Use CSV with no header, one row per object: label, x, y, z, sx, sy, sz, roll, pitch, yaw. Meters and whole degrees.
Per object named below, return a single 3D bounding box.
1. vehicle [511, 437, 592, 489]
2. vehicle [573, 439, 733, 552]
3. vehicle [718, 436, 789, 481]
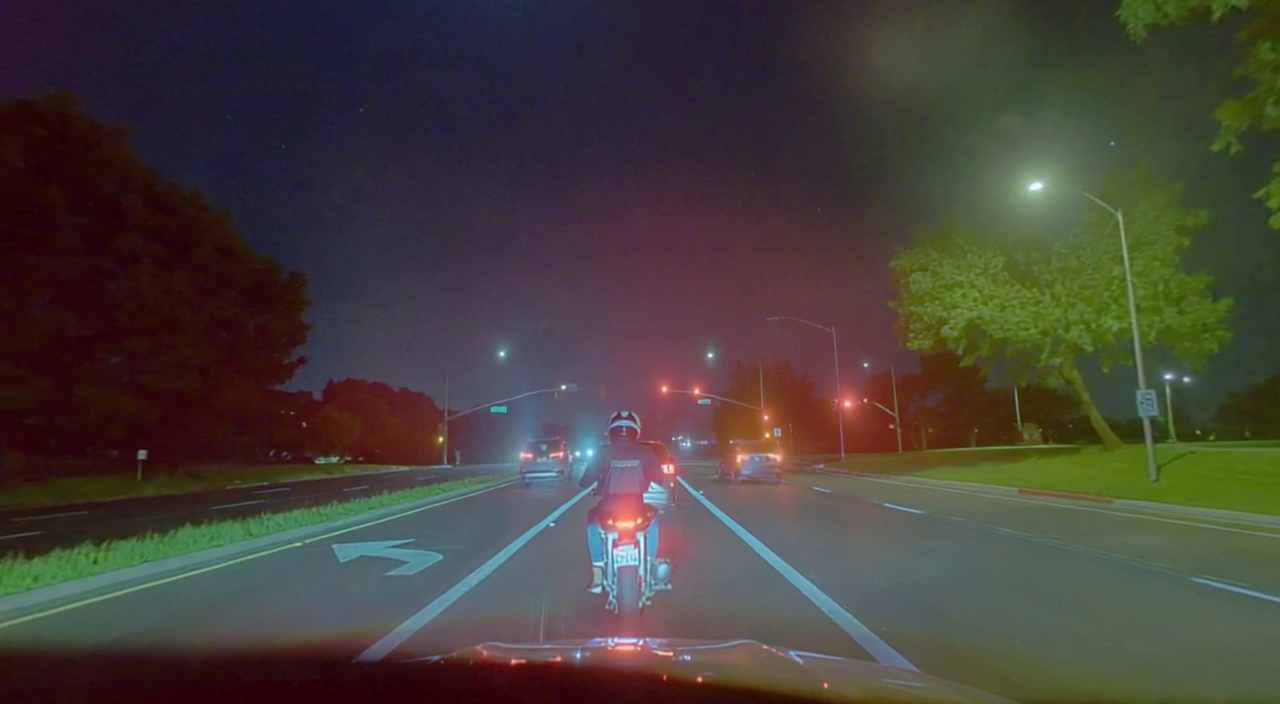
vehicle,-3.055,3.948,22.862,2.056,1.647,5.045,-1,-8,2
vehicle,0.146,2.206,10.530,2.093,1.450,4.437,0,-8,-1
vehicle,4.562,4.339,25.953,2.075,1.661,4.229,0,-8,0
